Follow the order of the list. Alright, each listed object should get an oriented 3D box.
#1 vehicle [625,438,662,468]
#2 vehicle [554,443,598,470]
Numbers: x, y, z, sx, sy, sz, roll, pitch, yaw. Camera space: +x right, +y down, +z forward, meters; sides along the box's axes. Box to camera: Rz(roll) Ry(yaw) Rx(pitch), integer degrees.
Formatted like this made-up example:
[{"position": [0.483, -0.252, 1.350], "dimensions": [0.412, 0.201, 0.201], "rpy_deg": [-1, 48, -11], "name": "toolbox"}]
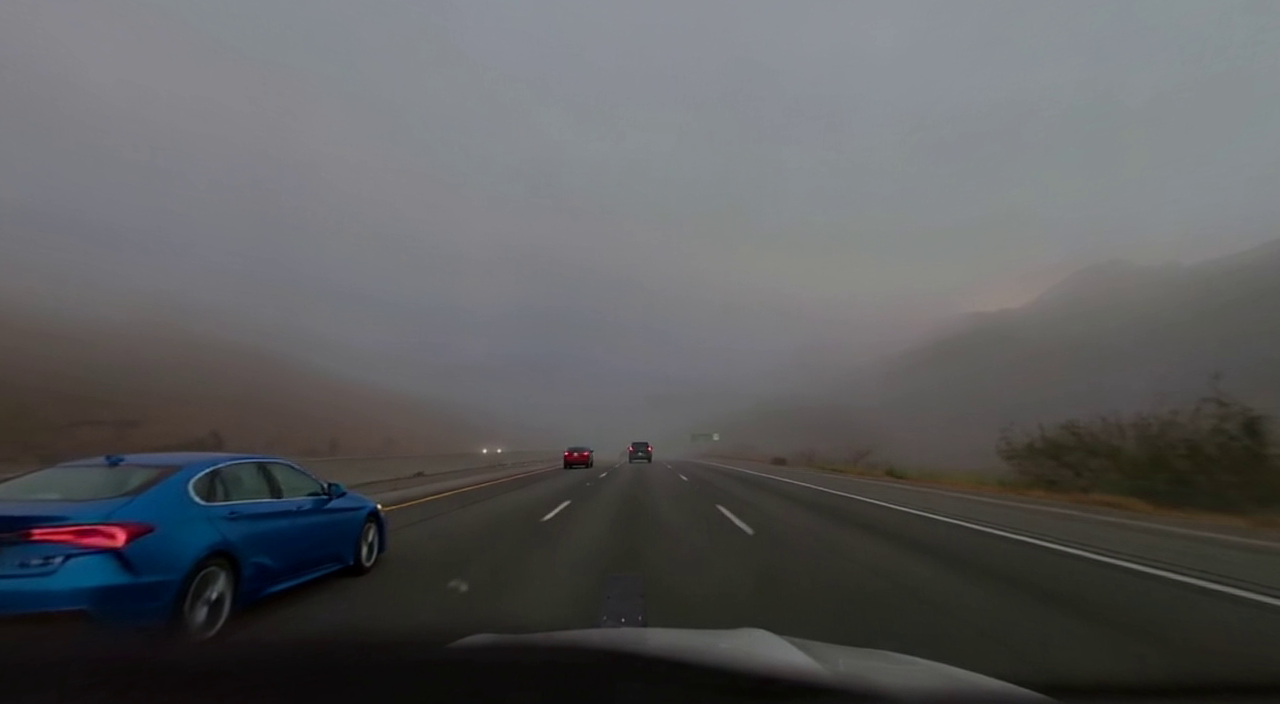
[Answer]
[{"position": [0.251, 6.599, 41.217], "dimensions": [2.272, 1.836, 4.866], "rpy_deg": [0, -8, 0], "name": "vehicle"}, {"position": [-3.745, 6.182, 37.254], "dimensions": [2.082, 1.485, 4.237], "rpy_deg": [0, -8, 1], "name": "vehicle"}]
